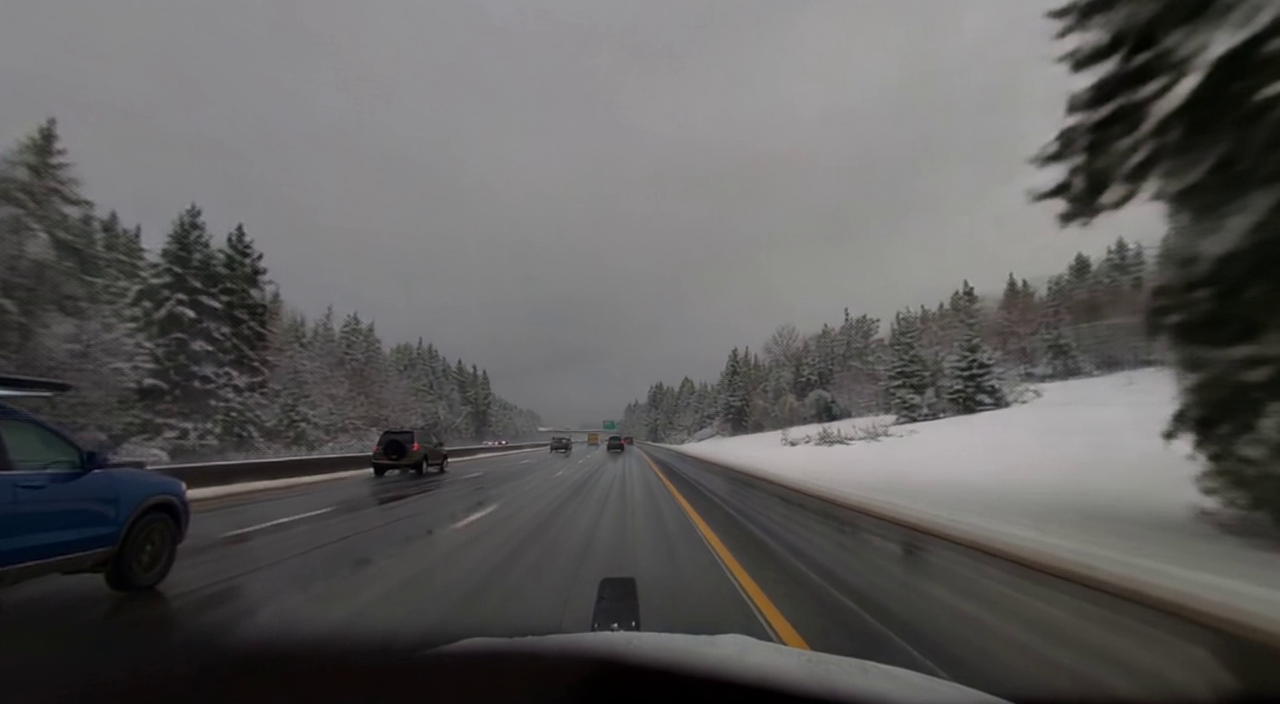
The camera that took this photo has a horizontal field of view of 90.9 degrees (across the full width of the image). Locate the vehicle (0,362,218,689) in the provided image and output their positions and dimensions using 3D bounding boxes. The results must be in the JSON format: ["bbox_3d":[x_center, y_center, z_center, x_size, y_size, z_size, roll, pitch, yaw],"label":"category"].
[{"bbox_3d":[-4.475,0.854,2.768,2.069,1.748,4.652,0,-7,-1],"label":"vehicle"}]

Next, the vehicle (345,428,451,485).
[{"bbox_3d":[-8.168,3.522,21.776,1.964,1.745,4.338,0,-7,0],"label":"vehicle"}]

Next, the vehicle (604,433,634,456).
[{"bbox_3d":[-1.556,6.873,47.151,2.178,1.658,3.916,0,-7,-1],"label":"vehicle"}]
